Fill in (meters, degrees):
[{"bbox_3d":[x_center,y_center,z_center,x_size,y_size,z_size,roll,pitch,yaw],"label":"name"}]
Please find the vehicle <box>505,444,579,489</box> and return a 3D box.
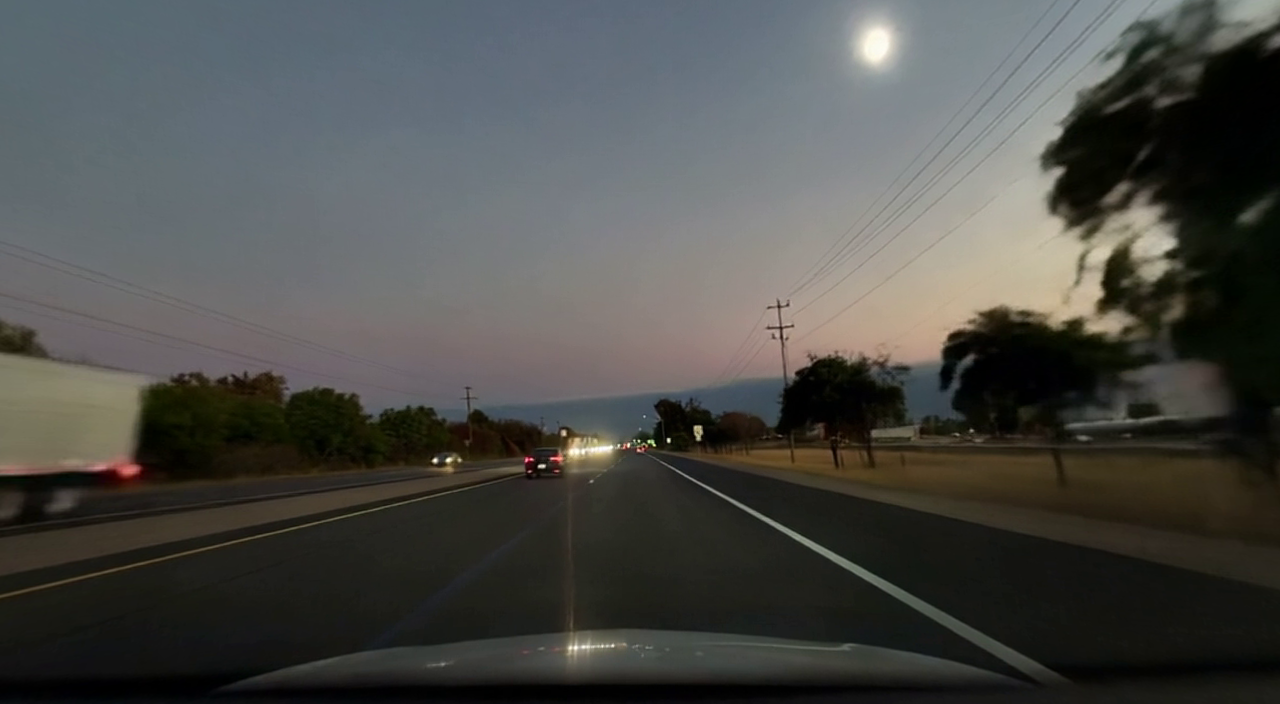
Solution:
[{"bbox_3d":[-3.656,4.361,24.185,2.123,1.545,4.404,0,-9,0],"label":"vehicle"}]
